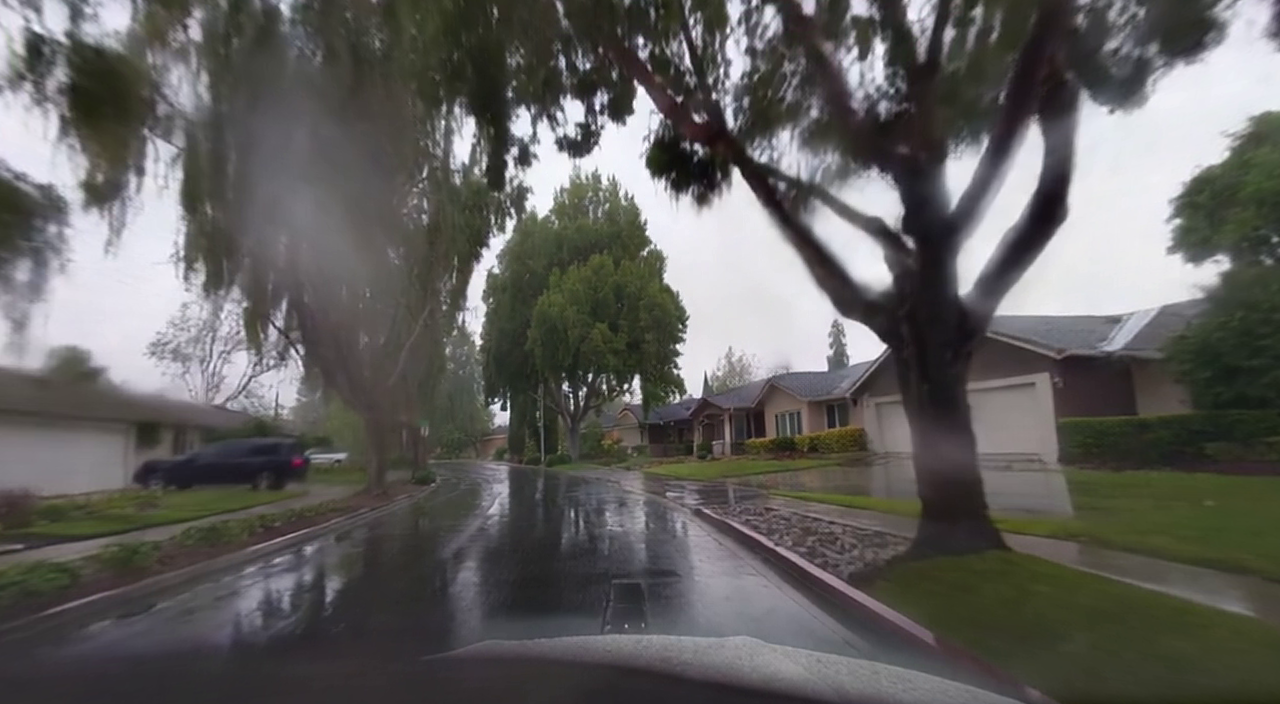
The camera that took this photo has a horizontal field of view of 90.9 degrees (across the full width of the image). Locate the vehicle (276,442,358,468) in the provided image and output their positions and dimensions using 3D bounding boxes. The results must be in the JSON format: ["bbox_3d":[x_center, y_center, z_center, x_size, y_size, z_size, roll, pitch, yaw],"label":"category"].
[{"bbox_3d":[-20.999,6.717,41.139,4.471,1.638,1.877,3,-9,-19],"label":"vehicle"}]

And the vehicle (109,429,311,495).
[{"bbox_3d":[-13.403,3.440,20.116,4.961,1.757,1.971,2,-9,-24],"label":"vehicle"}]
